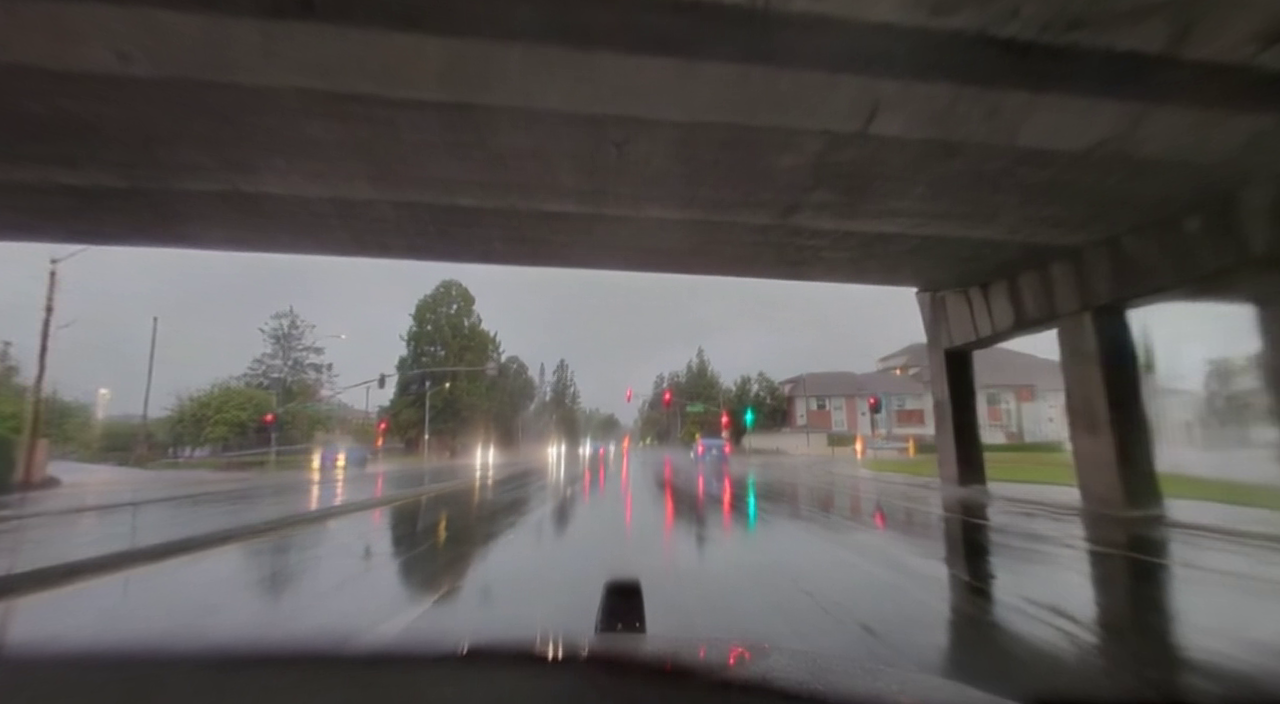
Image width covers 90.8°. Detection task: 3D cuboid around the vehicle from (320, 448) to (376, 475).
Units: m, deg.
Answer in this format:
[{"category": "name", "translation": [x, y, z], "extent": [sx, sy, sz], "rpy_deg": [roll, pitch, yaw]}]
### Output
[{"category": "vehicle", "translation": [-20.522, 7.700, 44.555], "extent": [1.918, 1.790, 4.081], "rpy_deg": [0, -8, 0]}]

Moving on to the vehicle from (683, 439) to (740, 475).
[{"category": "vehicle", "translation": [3.249, 4.875, 29.581], "extent": [2.068, 1.497, 4.247], "rpy_deg": [0, -8, -2]}]
